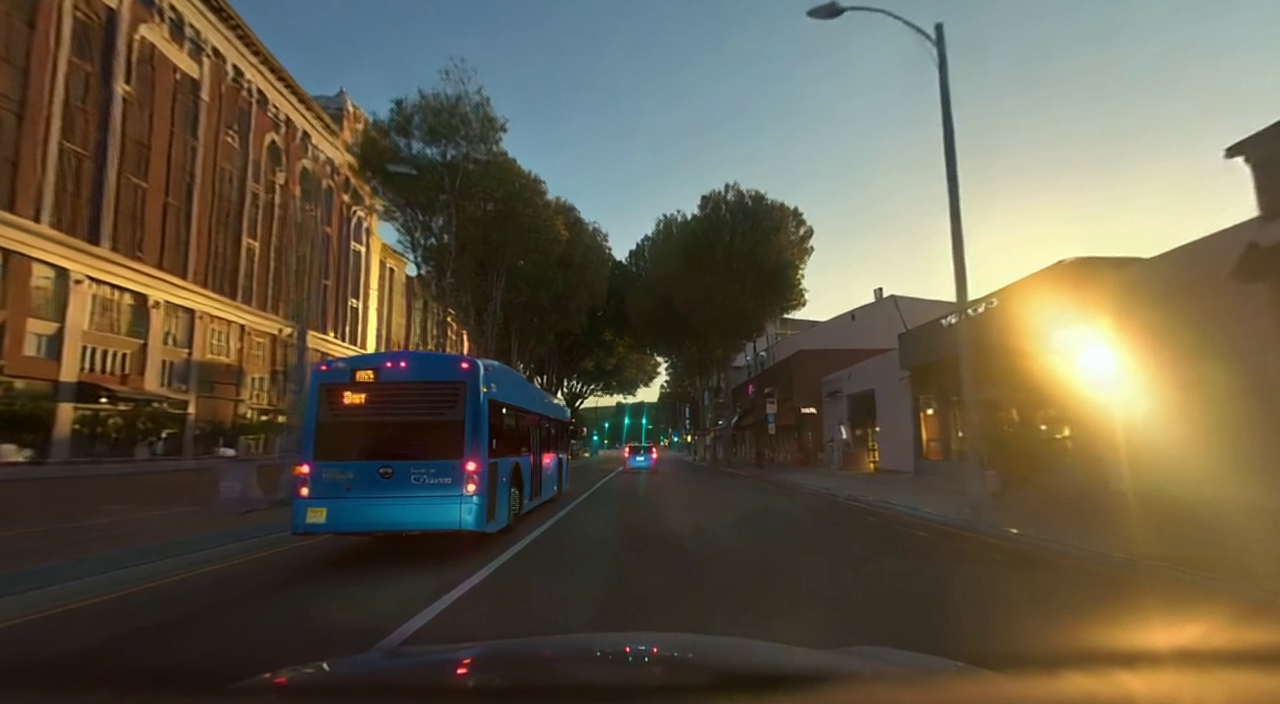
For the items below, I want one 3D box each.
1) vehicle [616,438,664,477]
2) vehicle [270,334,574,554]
[{"bbox_3d":[0.018,5.030,30.336,2.120,1.727,3.917,0,-8,1],"label":"vehicle"},{"bbox_3d":[-3.303,1.782,12.644,2.920,2.884,8.588,0,-8,1],"label":"vehicle"}]
